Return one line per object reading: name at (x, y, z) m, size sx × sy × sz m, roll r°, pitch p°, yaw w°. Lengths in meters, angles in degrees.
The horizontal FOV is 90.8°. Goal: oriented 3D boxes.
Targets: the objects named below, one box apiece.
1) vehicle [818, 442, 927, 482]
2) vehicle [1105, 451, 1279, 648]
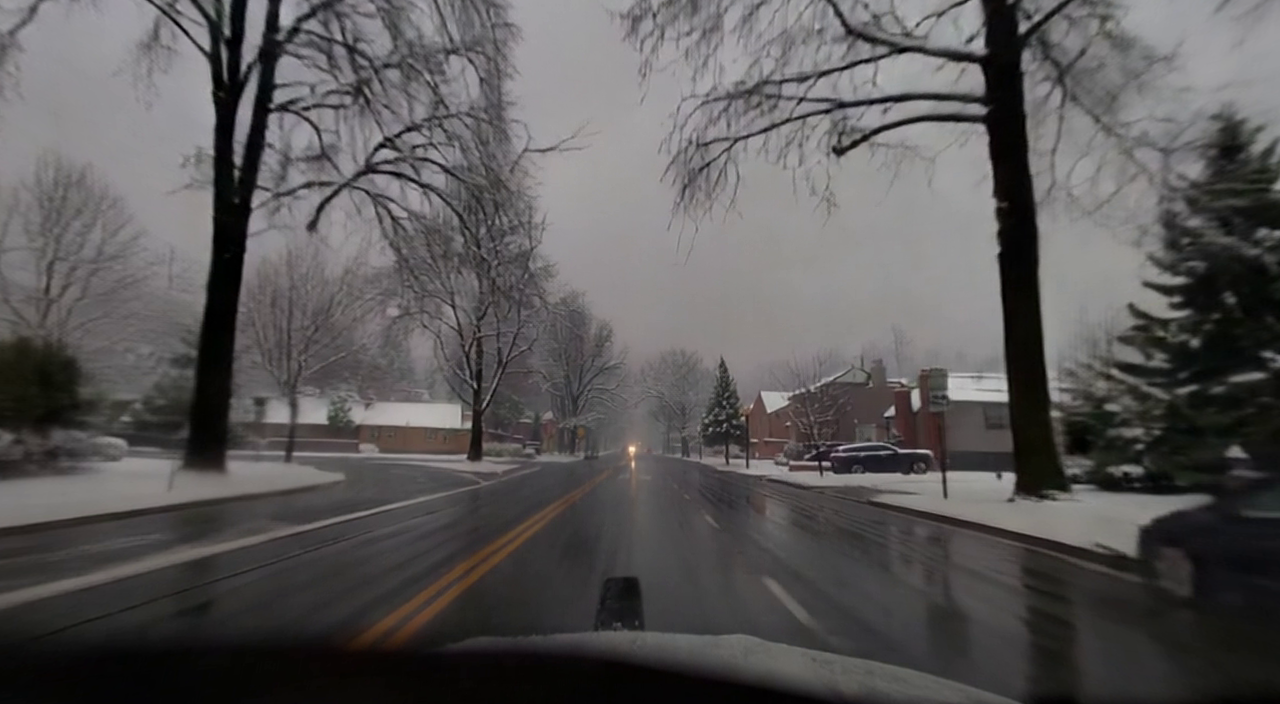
vehicle at (11.047, 5.234, 30.296) m, size 4.453 × 1.590 × 1.861 m, roll -3°, pitch -6°, yaw 2°
vehicle at (5.862, 1.375, 3.999) m, size 2.087 × 1.446 × 4.755 m, roll 0°, pitch -9°, yaw -2°
